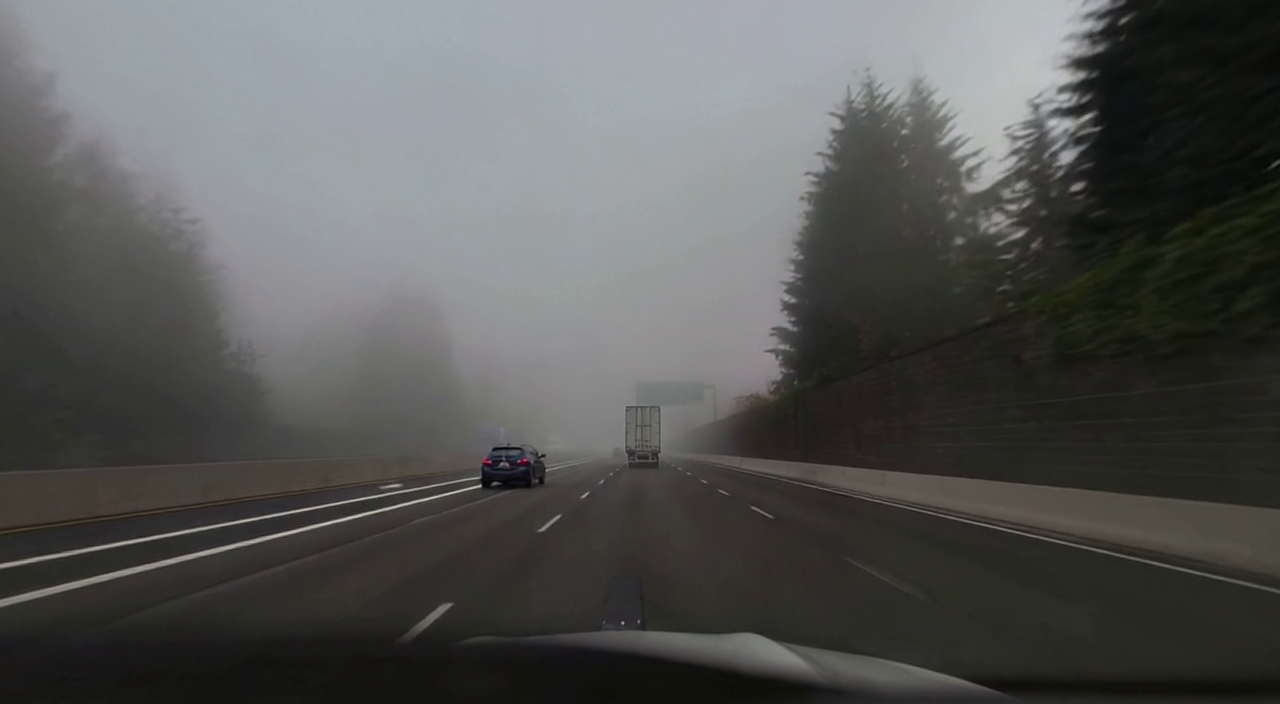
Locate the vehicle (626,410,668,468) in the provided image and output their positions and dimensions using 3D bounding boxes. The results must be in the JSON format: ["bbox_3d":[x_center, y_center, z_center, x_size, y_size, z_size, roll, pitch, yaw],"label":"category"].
[{"bbox_3d":[0.571,6.895,49.613,2.980,4.051,10.359,0,-9,1],"label":"vehicle"}]

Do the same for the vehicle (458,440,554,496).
[{"bbox_3d":[-4.033,3.571,19.790,1.974,1.531,4.429,0,-9,1],"label":"vehicle"}]
